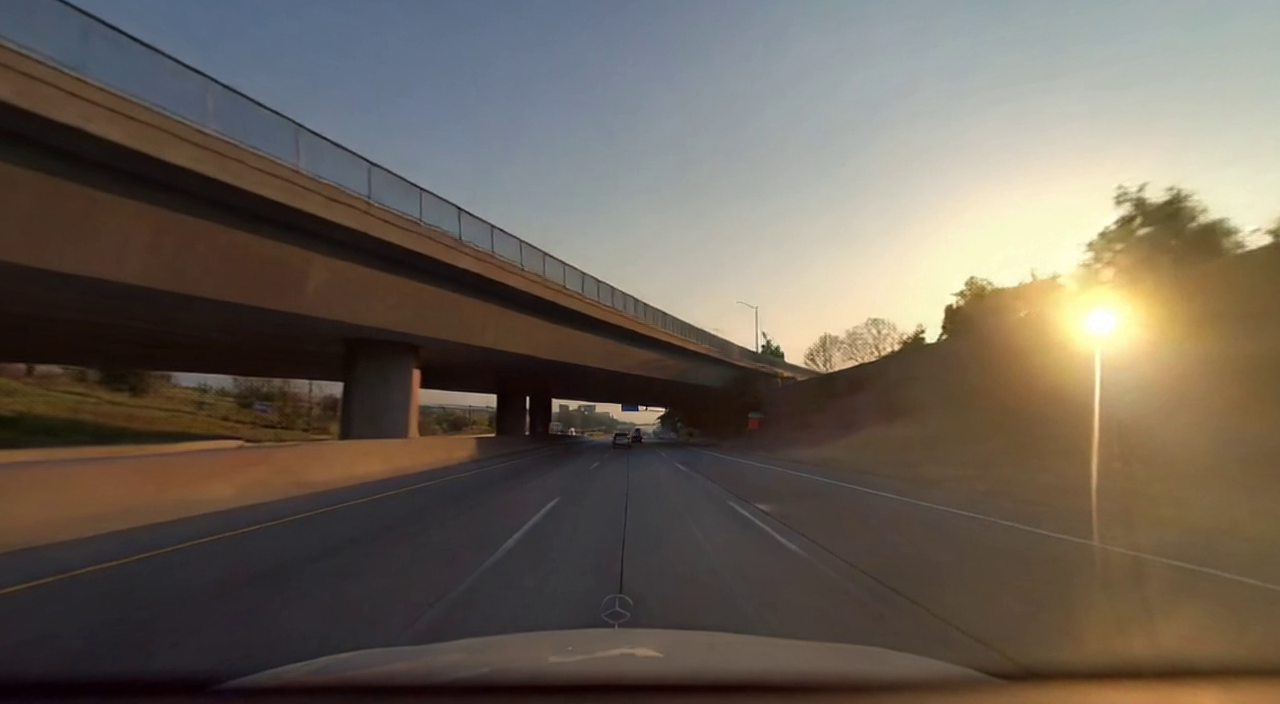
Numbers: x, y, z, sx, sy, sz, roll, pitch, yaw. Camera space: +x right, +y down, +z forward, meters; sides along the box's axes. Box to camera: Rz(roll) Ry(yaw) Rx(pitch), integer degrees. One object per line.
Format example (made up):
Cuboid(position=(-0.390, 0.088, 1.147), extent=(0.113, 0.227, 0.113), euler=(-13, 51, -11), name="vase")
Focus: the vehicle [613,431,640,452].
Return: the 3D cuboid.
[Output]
Cuboid(position=(-1.061, 7.014, 49.592), extent=(1.993, 1.519, 4.046), euler=(0, -8, -1), name="vehicle")
